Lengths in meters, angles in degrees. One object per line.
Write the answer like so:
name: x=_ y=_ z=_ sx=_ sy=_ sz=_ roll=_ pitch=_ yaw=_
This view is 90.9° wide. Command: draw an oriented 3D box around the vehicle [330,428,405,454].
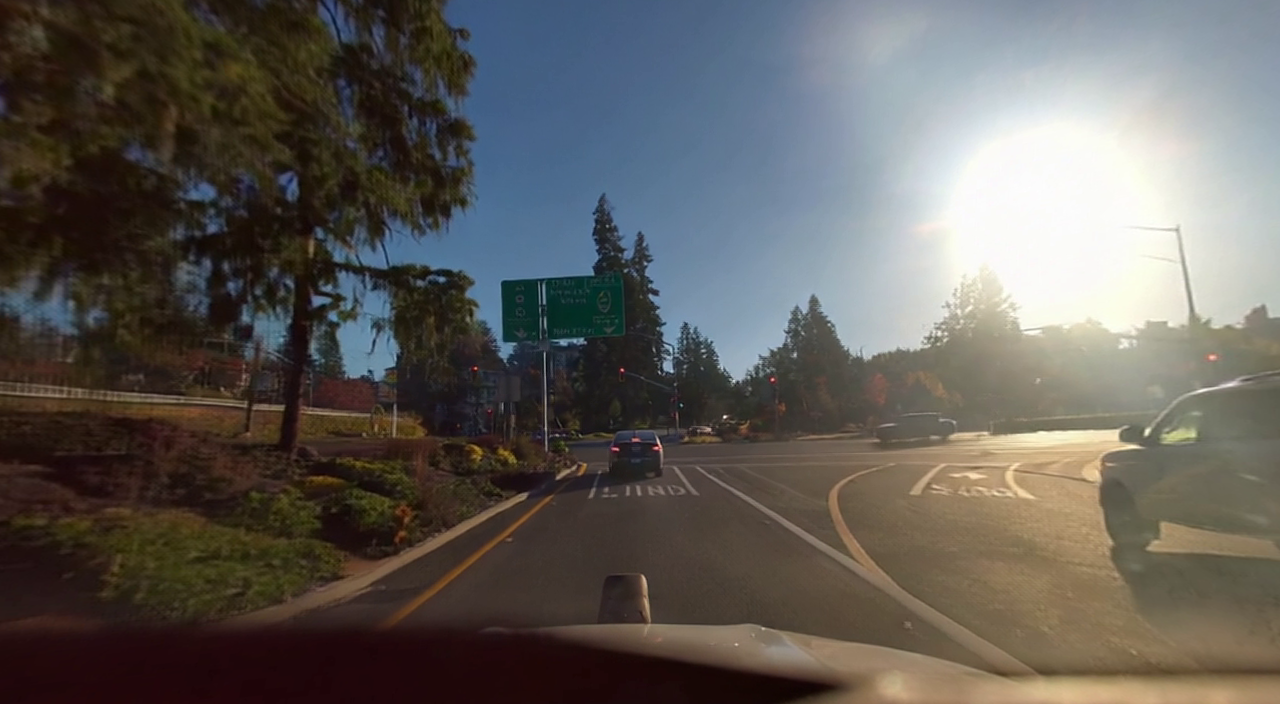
vehicle: x=-18.140 y=5.919 z=42.099 sx=4.200 sy=1.639 sz=1.844 roll=-1 pitch=-8 yaw=0

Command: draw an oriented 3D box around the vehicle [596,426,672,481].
vehicle: x=-0.177 y=3.064 z=19.334 sx=2.056 sy=1.473 sz=4.380 roll=0 pitch=-8 yaw=0

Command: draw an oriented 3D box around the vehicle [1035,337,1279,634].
vehicle: x=5.200 y=0.926 z=4.499 sx=2.084 sy=1.870 sz=5.068 roll=-1 pitch=-8 yaw=9
